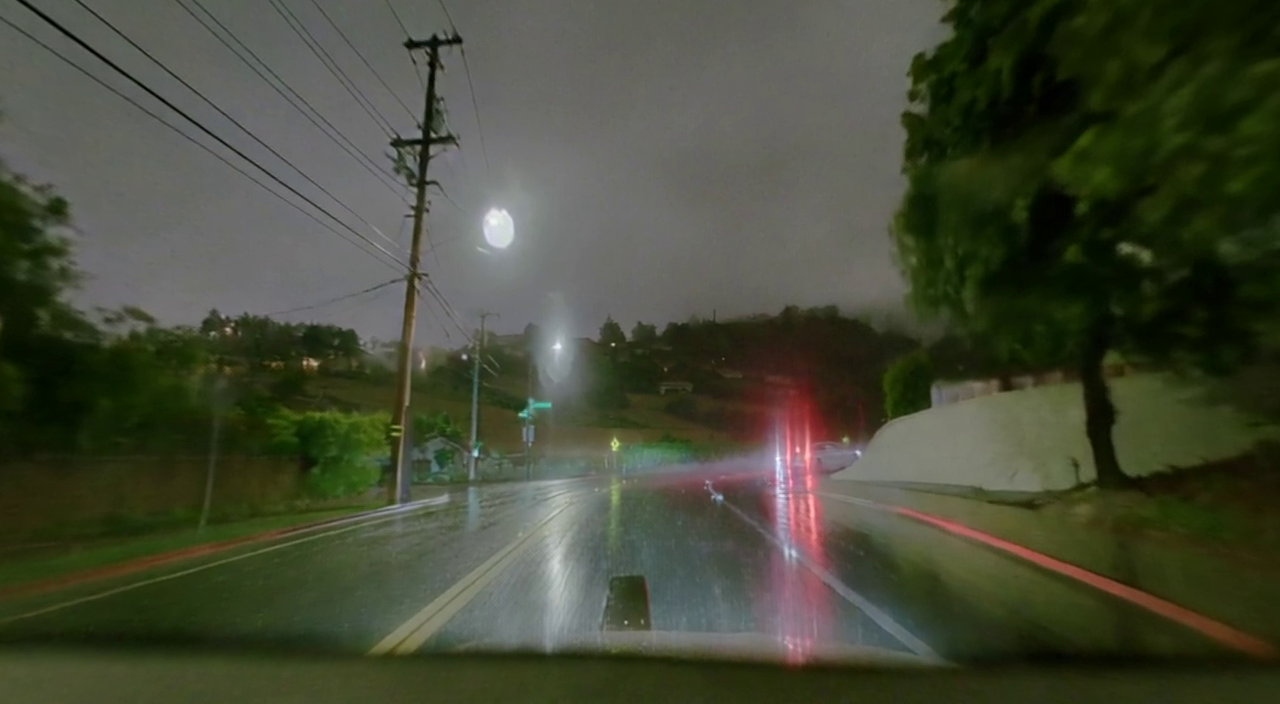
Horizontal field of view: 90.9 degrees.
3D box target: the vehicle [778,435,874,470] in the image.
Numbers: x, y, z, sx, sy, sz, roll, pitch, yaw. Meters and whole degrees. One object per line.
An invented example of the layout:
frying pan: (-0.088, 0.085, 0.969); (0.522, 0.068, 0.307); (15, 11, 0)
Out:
vehicle: (9.971, 5.359, 33.728); (4.810, 1.732, 2.176); (5, -10, -31)
